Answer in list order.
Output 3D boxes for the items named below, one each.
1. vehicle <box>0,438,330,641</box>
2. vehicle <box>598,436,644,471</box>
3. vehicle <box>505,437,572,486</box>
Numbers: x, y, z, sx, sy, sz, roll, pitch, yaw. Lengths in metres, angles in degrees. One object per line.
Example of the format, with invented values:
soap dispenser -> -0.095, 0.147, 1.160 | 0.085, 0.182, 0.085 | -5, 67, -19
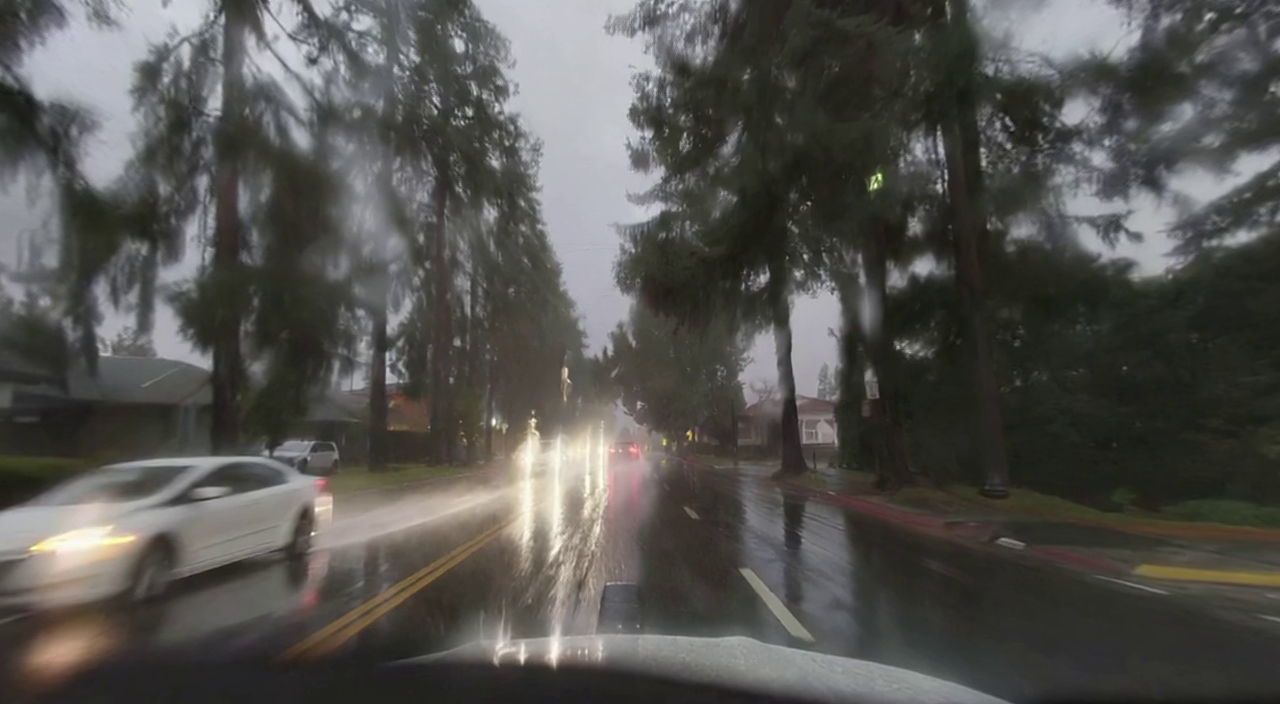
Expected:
vehicle -> -5.469, 1.781, 6.962 | 1.986, 1.470, 4.431 | -3, -9, -2
vehicle -> -1.075, 6.046, 37.688 | 2.554, 1.902, 5.329 | 0, -9, 0
vehicle -> -4.107, 4.488, 26.178 | 2.037, 1.724, 4.512 | -2, -9, -1
